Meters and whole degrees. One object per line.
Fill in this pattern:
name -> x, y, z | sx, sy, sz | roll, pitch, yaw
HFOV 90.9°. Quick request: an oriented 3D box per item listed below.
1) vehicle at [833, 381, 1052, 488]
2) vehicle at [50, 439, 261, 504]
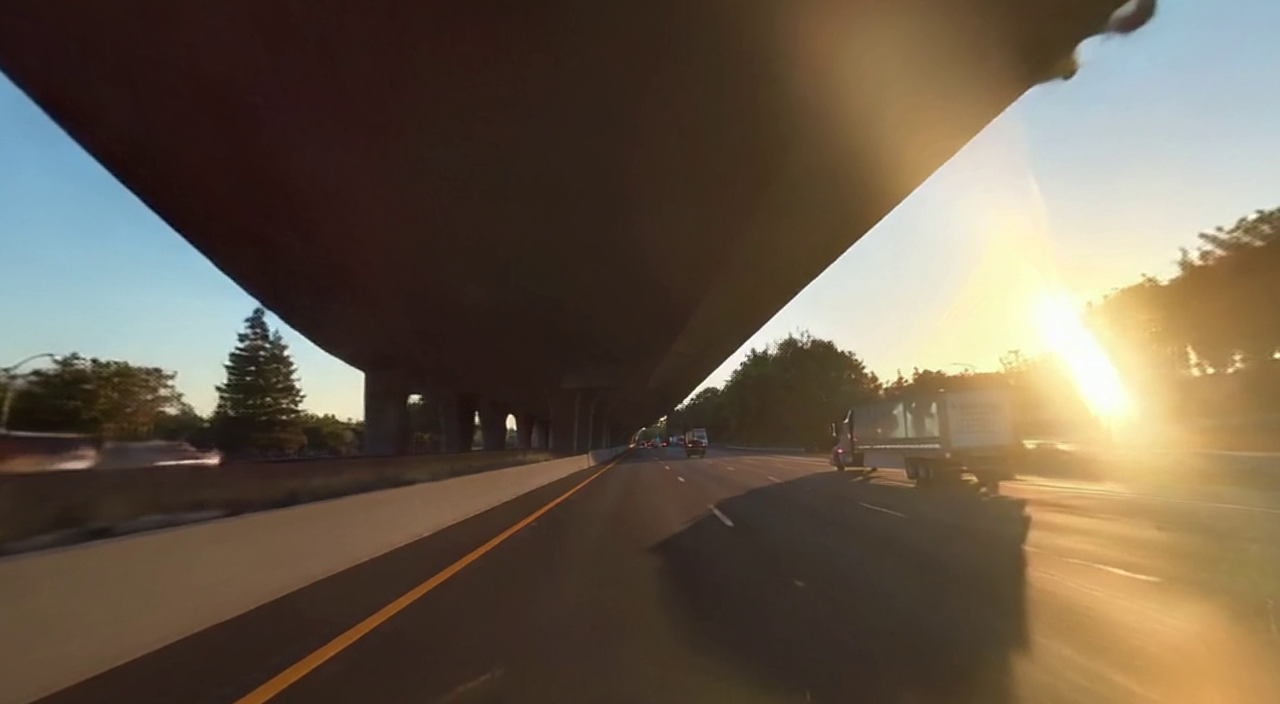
vehicle -> 10.817, 3.278, 24.578 | 2.960, 3.207, 10.950 | 0, -8, -1
vehicle -> -13.885, 3.421, 18.661 | 2.016, 1.617, 5.258 | 0, -8, 1
